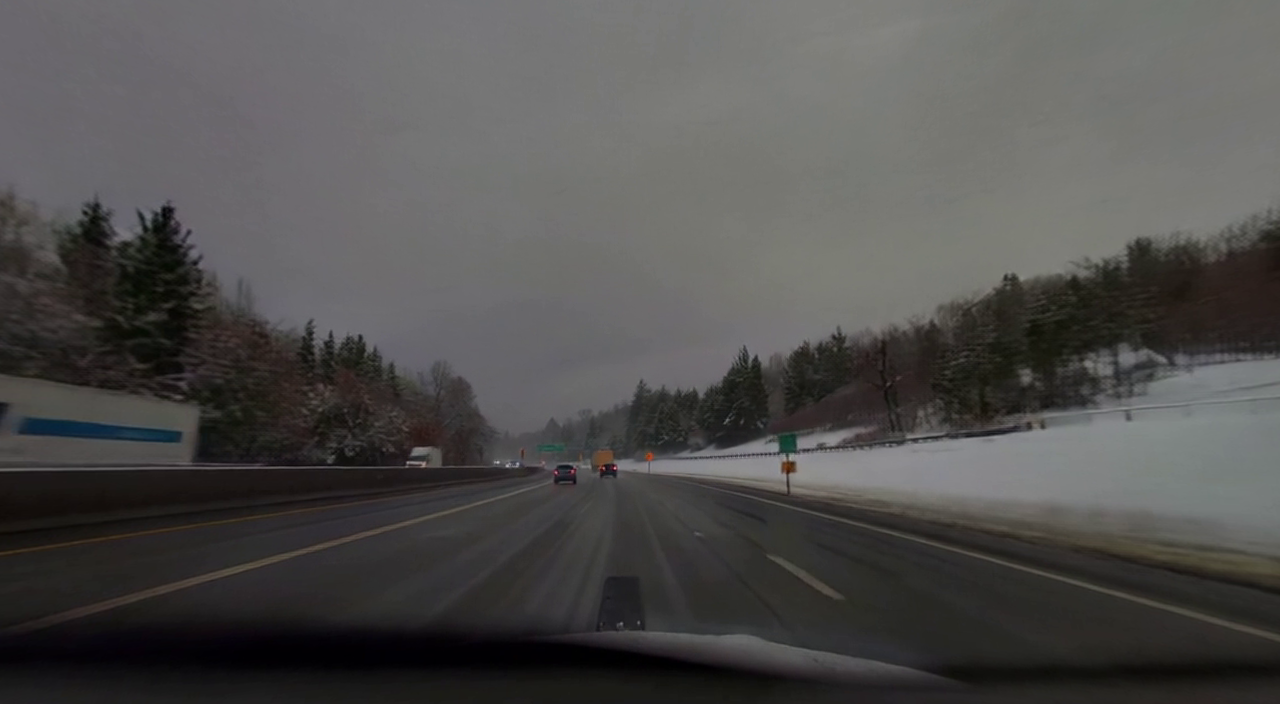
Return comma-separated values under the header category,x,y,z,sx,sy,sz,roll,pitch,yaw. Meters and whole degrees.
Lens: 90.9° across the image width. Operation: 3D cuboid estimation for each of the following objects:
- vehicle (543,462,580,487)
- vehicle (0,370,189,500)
category,x,y,z,sx,sy,sz,roll,pitch,yaw
vehicle,-5.359,8.434,43.435,2.115,1.546,4.638,1,-10,-2
vehicle,-21.504,2.576,19.689,2.868,3.983,16.567,1,-10,-1
